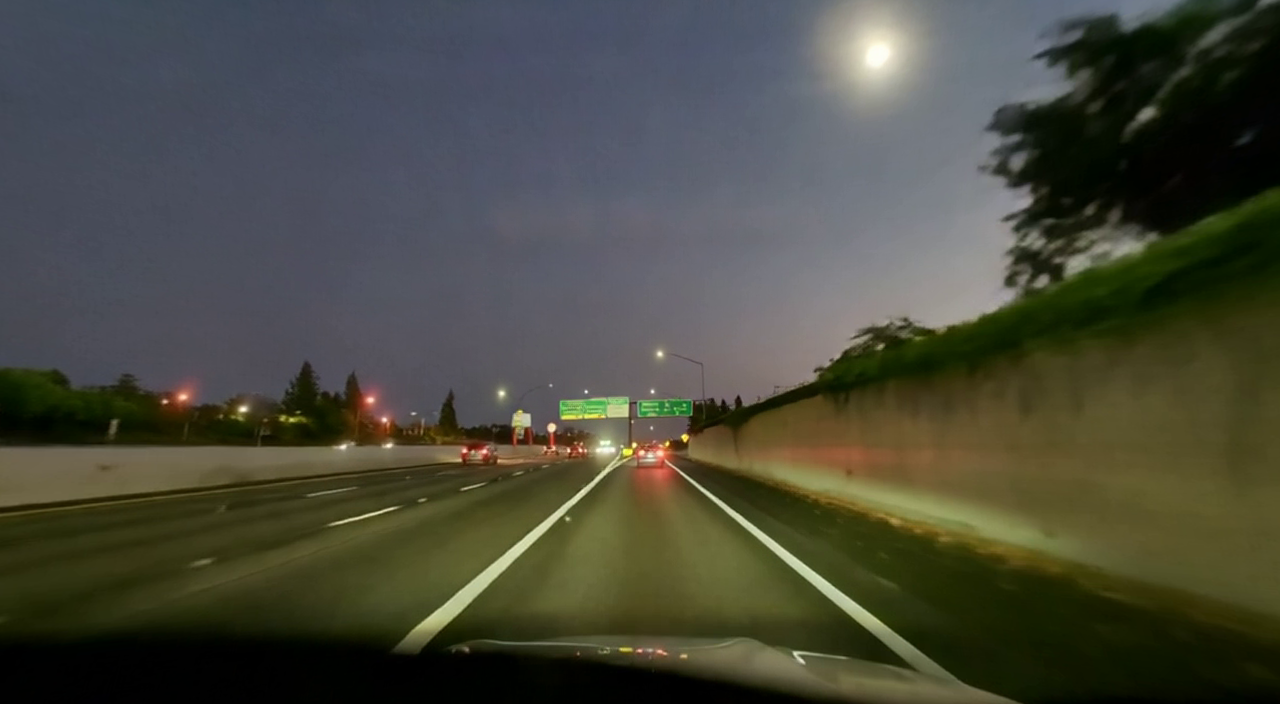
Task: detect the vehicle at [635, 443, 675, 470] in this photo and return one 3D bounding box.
[{"bbox_3d":[0.838,6.029,36.578,2.137,1.461,3.999,-1,-8,1],"label":"vehicle"}]

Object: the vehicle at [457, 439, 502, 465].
[{"bbox_3d":[-12.138,7.571,48.037,2.246,1.812,4.740,0,-8,-1],"label":"vehicle"}]
